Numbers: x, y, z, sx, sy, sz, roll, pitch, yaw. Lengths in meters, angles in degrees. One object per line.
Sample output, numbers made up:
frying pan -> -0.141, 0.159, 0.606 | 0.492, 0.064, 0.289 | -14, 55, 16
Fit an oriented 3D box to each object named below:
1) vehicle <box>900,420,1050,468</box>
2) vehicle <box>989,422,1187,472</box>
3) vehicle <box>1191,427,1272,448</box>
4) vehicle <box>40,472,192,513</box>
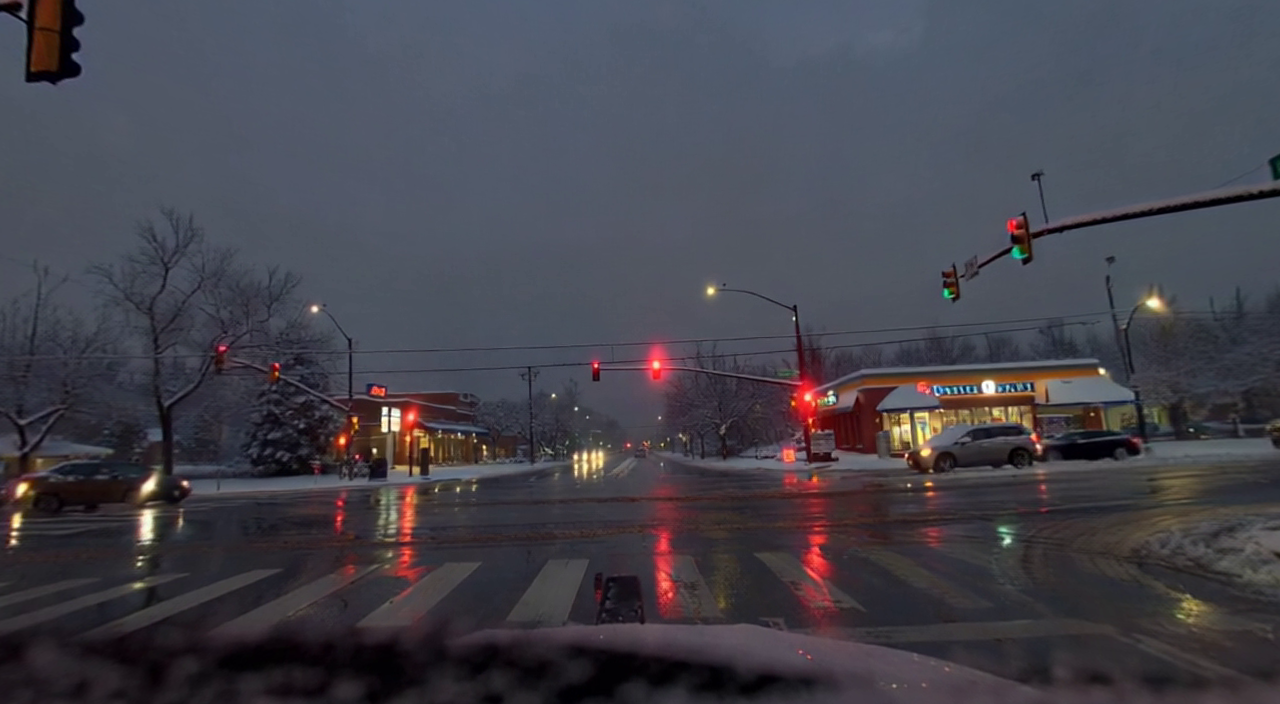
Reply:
vehicle -> 13.009, 3.652, 24.944 | 4.916, 1.730, 1.986 | -4, -9, 21
vehicle -> 14.352, 3.102, 20.628 | 4.835, 1.487, 1.913 | -4, -9, 20
vehicle -> 42.041, 6.069, 44.898 | 4.347, 1.446, 1.777 | 1, -9, -10
vehicle -> -21.172, 5.679, 25.648 | 4.676, 1.463, 1.909 | -1, -8, 6
